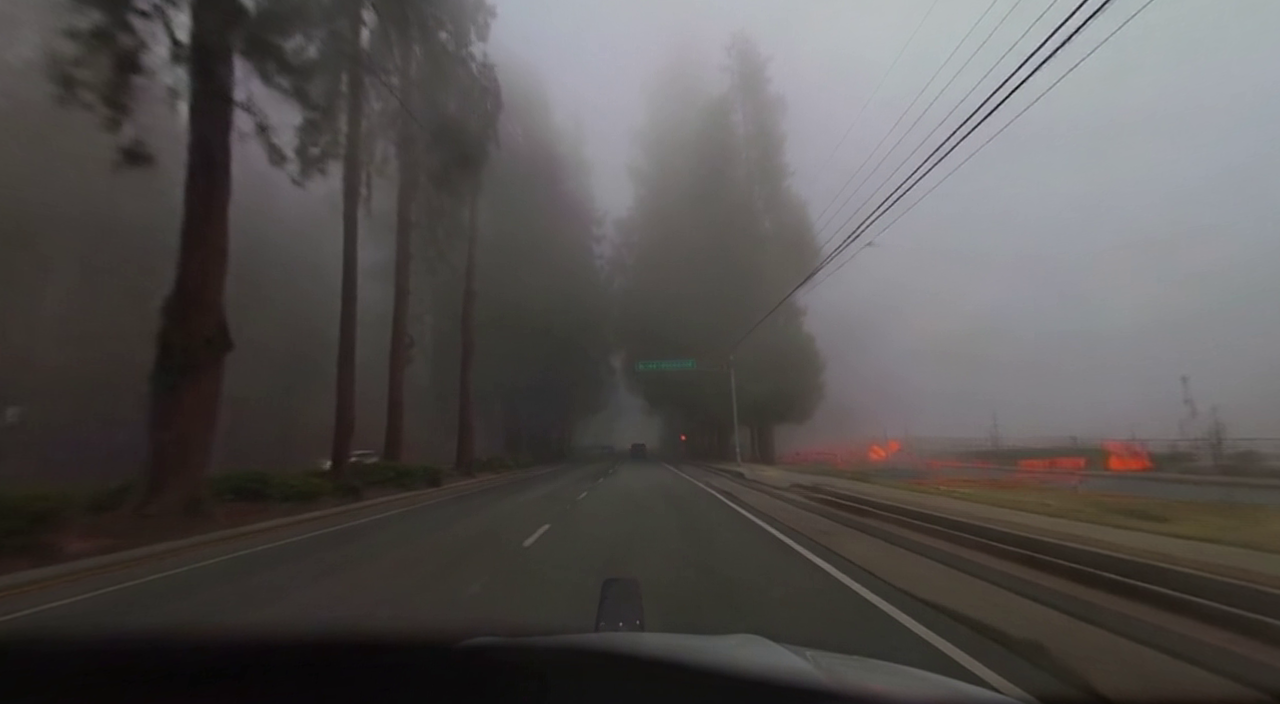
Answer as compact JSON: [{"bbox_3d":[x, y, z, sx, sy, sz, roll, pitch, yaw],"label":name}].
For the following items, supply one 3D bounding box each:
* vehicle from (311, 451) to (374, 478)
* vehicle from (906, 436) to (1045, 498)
[{"bbox_3d":[-20.110,7.597,42.931,2.076,1.663,4.545,-2,-9,0],"label":"vehicle"},{"bbox_3d":[8.736,3.008,16.862,1.733,1.449,3.764,-1,-9,2],"label":"vehicle"}]
